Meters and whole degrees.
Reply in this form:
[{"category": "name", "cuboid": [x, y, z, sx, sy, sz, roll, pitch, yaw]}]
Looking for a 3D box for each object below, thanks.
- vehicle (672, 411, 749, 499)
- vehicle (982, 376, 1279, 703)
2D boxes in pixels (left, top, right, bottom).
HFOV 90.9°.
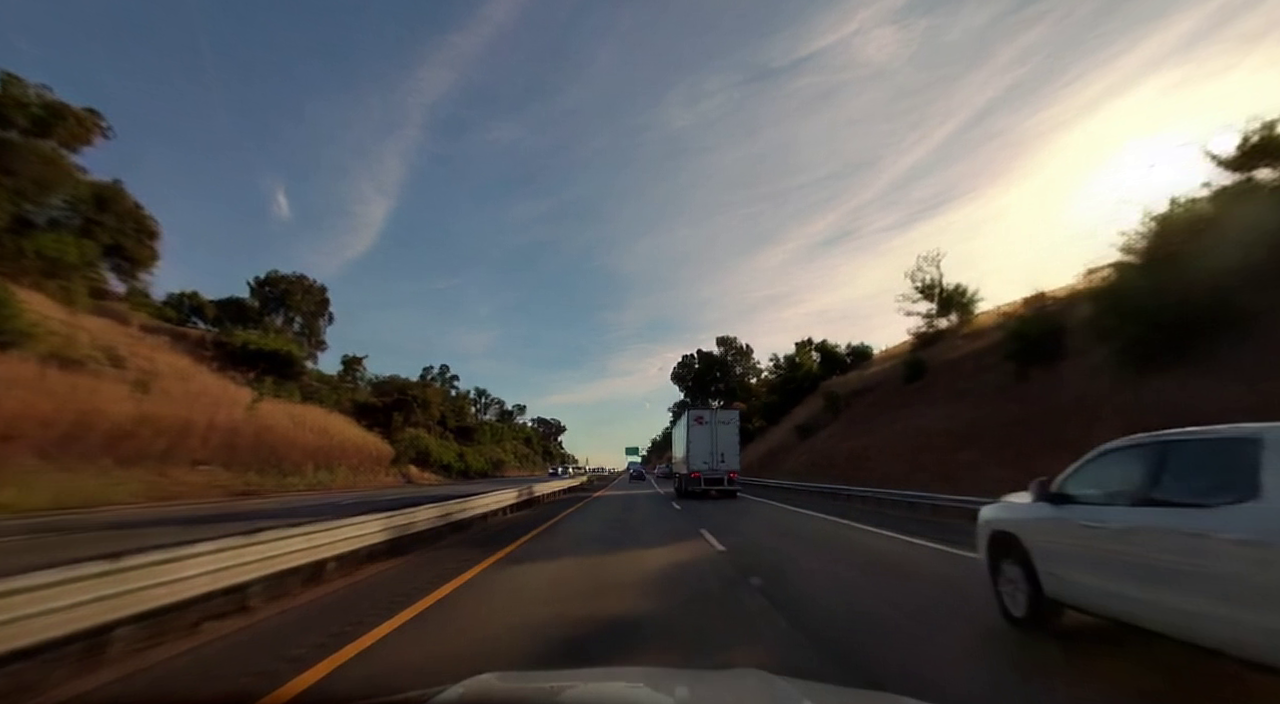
[{"category": "vehicle", "cuboid": [3.687, 6.121, 36.773, 2.863, 4.088, 14.040, 1, -10, 0]}, {"category": "vehicle", "cuboid": [3.447, 0.873, 1.959, 2.124, 1.662, 4.641, 1, -10, 0]}]
